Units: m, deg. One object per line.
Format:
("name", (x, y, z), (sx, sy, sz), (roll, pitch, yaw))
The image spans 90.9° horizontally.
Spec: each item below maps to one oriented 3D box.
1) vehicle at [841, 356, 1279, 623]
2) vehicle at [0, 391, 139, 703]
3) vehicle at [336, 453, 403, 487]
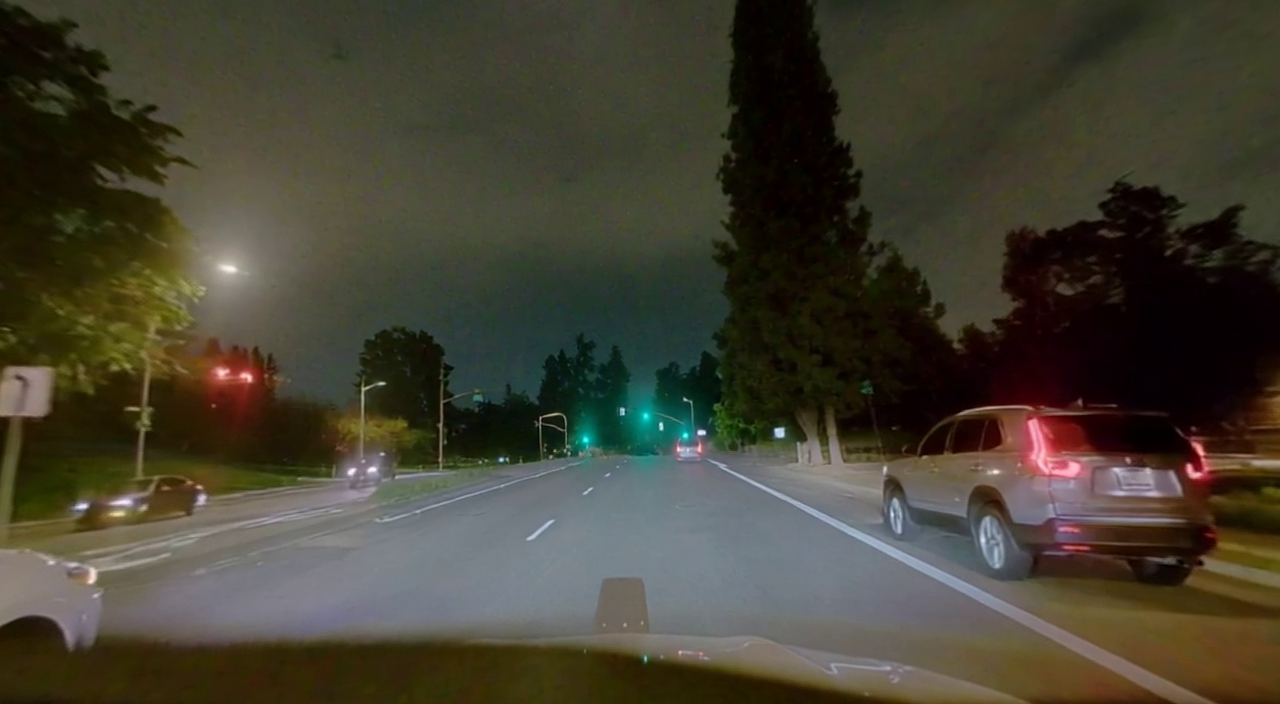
("vehicle", (4.476, 1.475, 7.761), (2.338, 2.063, 5.592), (-1, -9, 2))
("vehicle", (-3.724, 0.763, 1.033), (2.058, 1.659, 4.514), (0, -9, 0))
("vehicle", (-15.083, 6.579, 35.430), (2.077, 1.704, 4.602), (1, -9, -6))
